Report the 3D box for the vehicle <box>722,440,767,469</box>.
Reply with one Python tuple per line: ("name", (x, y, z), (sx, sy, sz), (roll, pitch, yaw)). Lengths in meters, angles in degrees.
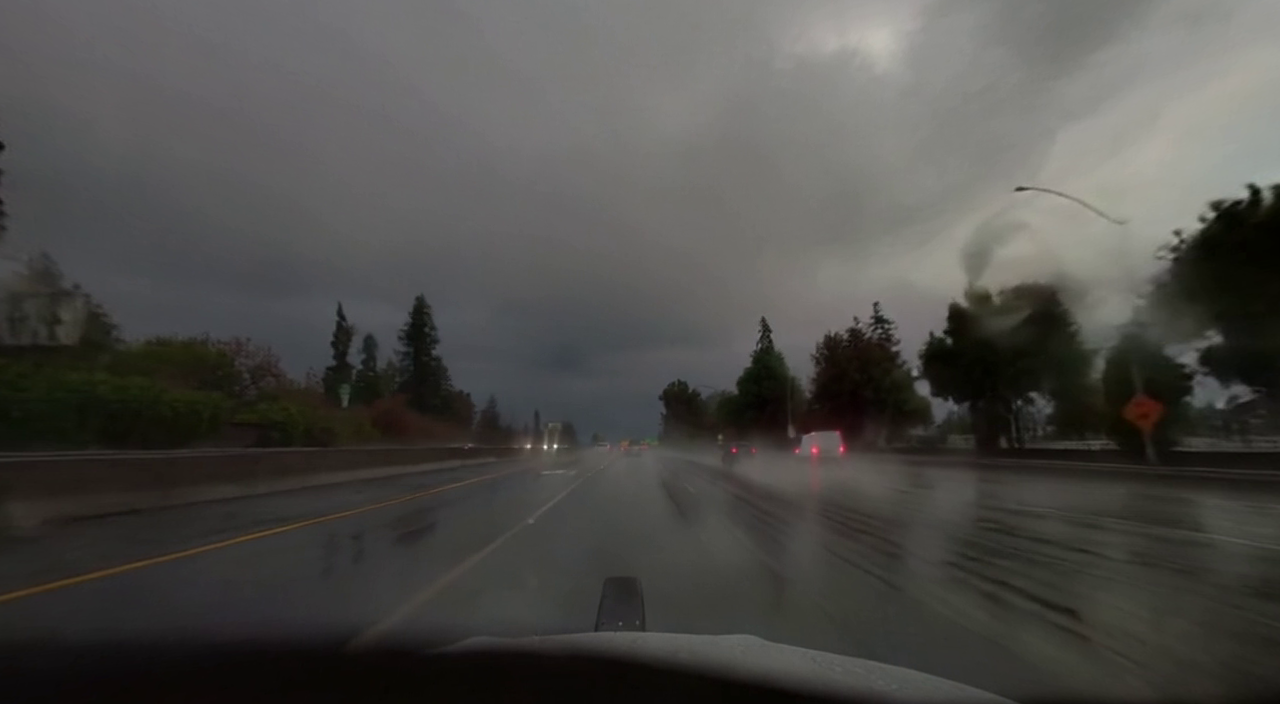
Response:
("vehicle", (6.503, 6.424, 39.705), (2.081, 1.705, 3.926), (0, -9, -1))
